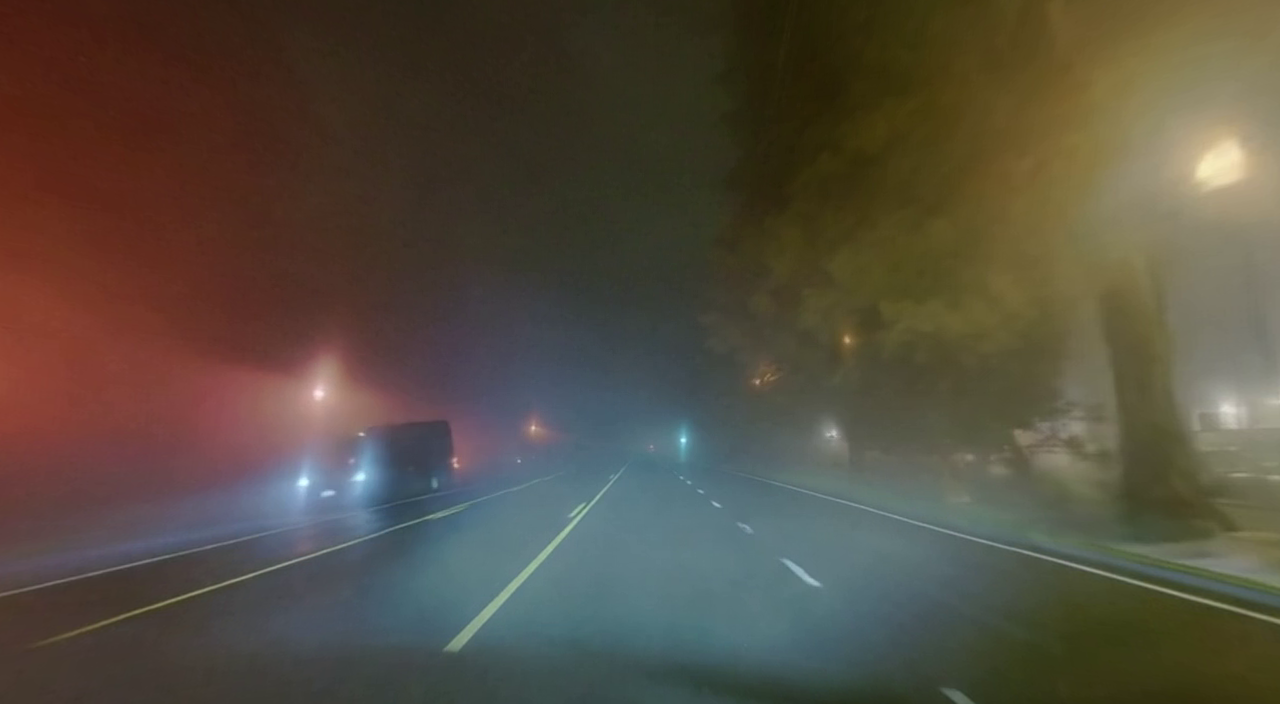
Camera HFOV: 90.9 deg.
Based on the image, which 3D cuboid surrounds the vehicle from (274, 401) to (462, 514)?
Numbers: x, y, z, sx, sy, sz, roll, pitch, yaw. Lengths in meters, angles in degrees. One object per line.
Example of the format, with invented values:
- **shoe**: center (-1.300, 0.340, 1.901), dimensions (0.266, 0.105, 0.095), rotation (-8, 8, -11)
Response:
- **vehicle**: center (-8.856, 3.592, 22.021), dimensions (2.757, 3.141, 8.316), rotation (0, -9, 1)
